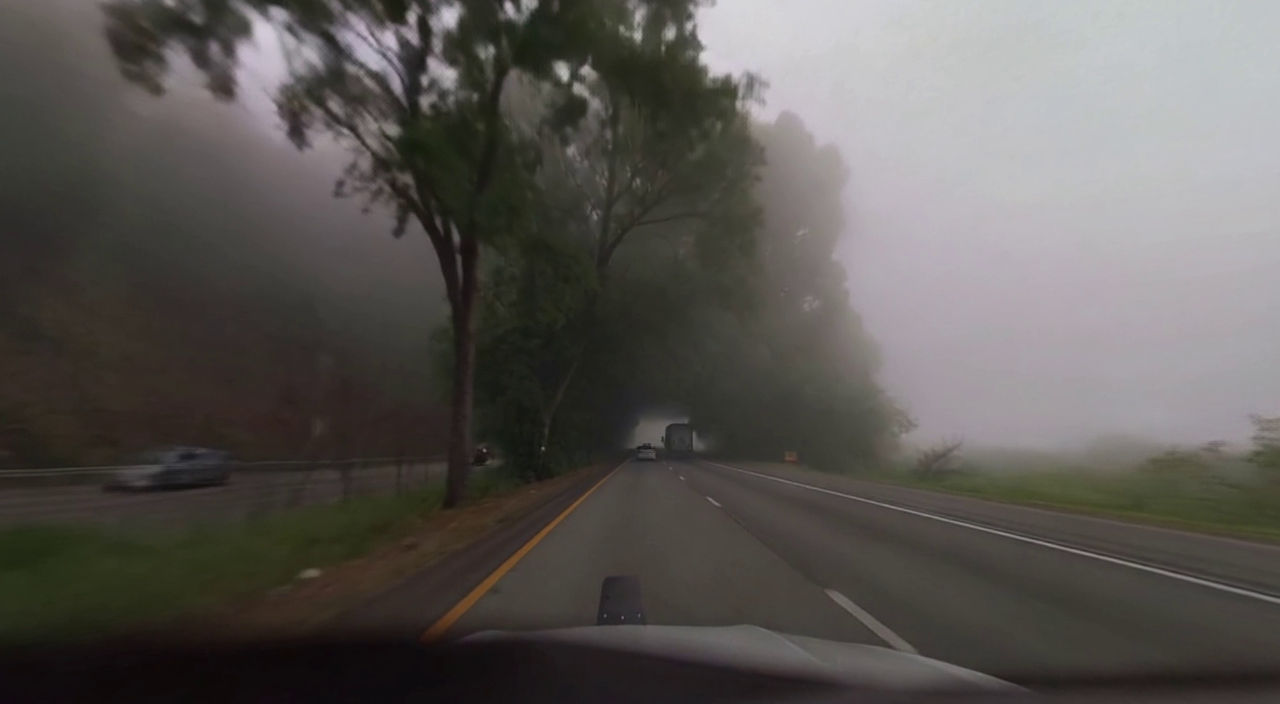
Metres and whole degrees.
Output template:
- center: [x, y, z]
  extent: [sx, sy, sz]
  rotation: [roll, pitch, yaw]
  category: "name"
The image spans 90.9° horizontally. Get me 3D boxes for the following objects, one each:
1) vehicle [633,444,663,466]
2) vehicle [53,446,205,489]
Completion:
- center: [0.564, 7.396, 45.329]
  extent: [2.023, 1.434, 4.236]
  rotation: [0, -9, 1]
  category: "vehicle"
- center: [-18.876, 4.274, 23.597]
  extent: [2.001, 1.450, 4.330]
  rotation: [0, -9, 1]
  category: "vehicle"
